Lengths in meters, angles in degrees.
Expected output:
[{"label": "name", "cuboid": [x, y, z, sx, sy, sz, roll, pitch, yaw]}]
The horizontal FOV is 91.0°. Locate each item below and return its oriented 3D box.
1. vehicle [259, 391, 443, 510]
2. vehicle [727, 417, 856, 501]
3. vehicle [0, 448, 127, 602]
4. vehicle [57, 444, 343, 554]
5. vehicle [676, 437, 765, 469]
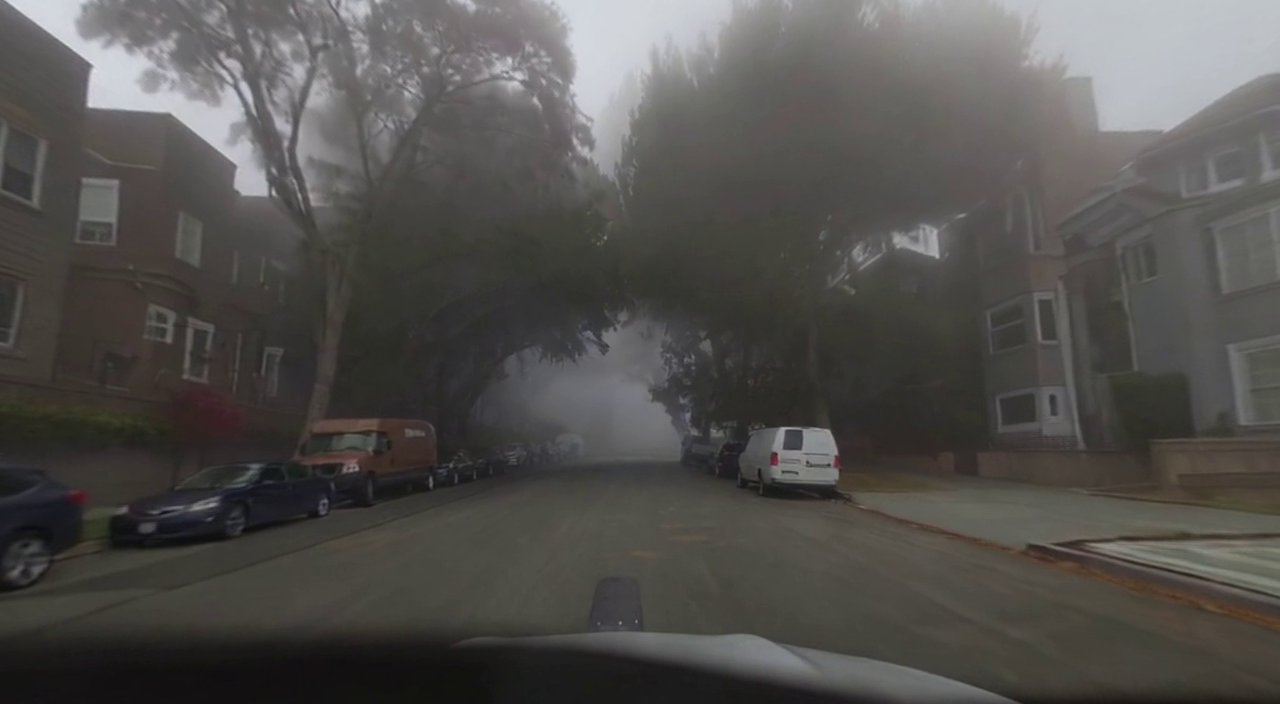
[{"label": "vehicle", "cuboid": [-7.503, 2.732, 17.307, 2.341, 2.674, 5.753, -1, -10, -1]}, {"label": "vehicle", "cuboid": [3.934, 2.907, 17.441, 2.216, 1.955, 4.970, 0, -8, -2]}, {"label": "vehicle", "cuboid": [-7.183, 1.613, 5.537, 1.832, 1.483, 4.140, -1, -9, 0]}, {"label": "vehicle", "cuboid": [-7.181, 2.385, 10.969, 1.953, 1.501, 4.125, -1, -9, 1]}, {"label": "vehicle", "cuboid": [4.668, 5.838, 36.687, 4.726, 1.731, 2.075, -4, -10, 28]}]
